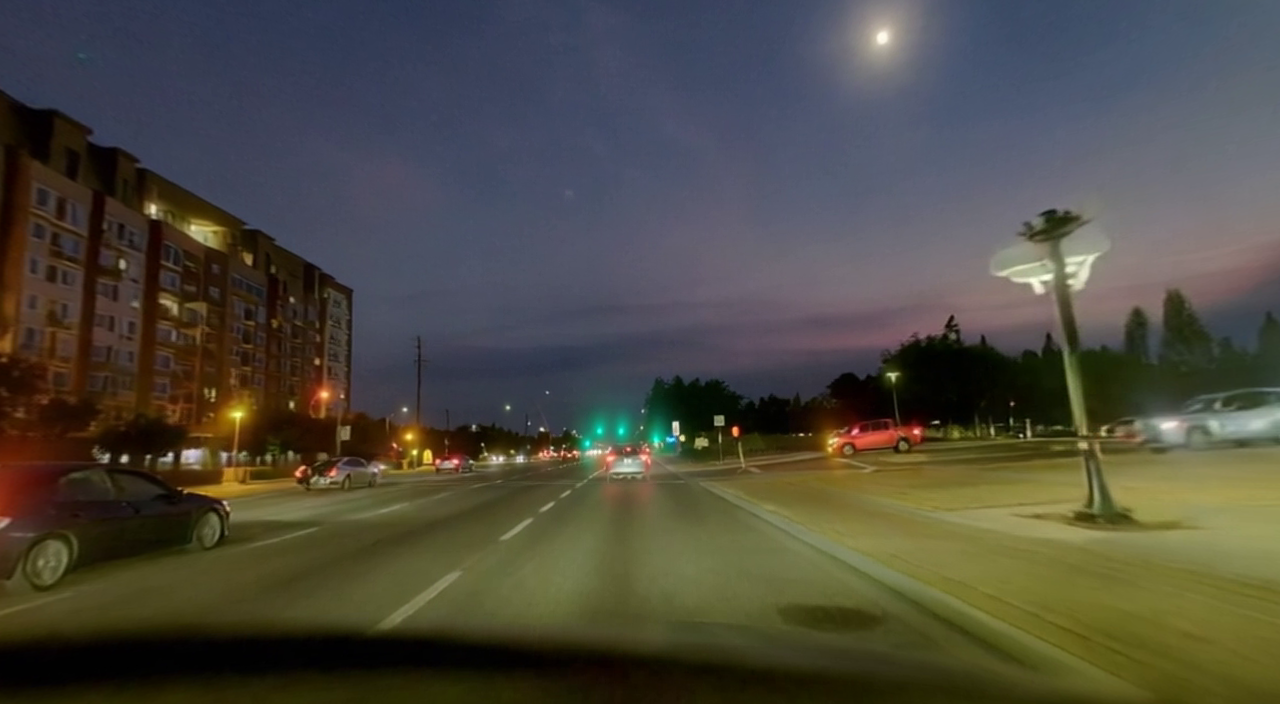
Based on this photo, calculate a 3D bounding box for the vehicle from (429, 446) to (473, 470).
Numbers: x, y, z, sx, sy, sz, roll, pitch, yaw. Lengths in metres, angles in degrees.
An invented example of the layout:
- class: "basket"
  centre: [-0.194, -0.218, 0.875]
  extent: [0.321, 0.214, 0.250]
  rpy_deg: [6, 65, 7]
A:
- class: "vehicle"
  centre: [-14.503, 8.164, 48.770]
  extent: [2.064, 1.686, 4.380]
  rpy_deg: [1, -9, -1]

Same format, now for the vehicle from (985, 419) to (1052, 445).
- class: "vehicle"
  centre: [27.751, 5.864, 46.411]
  extent: [3.745, 1.450, 1.750]
  rpy_deg: [-5, -5, -3]

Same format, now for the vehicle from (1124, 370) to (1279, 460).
- class: "vehicle"
  centre: [15.833, 1.757, 16.375]
  extent: [2.395, 2.028, 5.135]
  rpy_deg: [1, -9, -1]

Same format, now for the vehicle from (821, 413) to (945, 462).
- class: "vehicle"
  centre: [12.614, 4.455, 33.135]
  extent: [5.253, 2.014, 2.666]
  rpy_deg: [-4, -7, -5]

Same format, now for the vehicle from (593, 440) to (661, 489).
- class: "vehicle"
  centre: [-0.413, 3.788, 21.638]
  extent: [2.099, 1.469, 4.389]
  rpy_deg: [1, -9, -1]

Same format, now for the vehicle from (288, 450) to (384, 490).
- class: "vehicle"
  centre: [-12.699, 4.935, 26.775]
  extent: [2.024, 1.484, 4.592]
  rpy_deg: [1, -9, -4]

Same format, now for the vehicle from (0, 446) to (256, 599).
- class: "vehicle"
  centre: [-7.121, 1.894, 7.778]
  extent: [1.906, 1.449, 4.576]
  rpy_deg: [1, -9, 0]
